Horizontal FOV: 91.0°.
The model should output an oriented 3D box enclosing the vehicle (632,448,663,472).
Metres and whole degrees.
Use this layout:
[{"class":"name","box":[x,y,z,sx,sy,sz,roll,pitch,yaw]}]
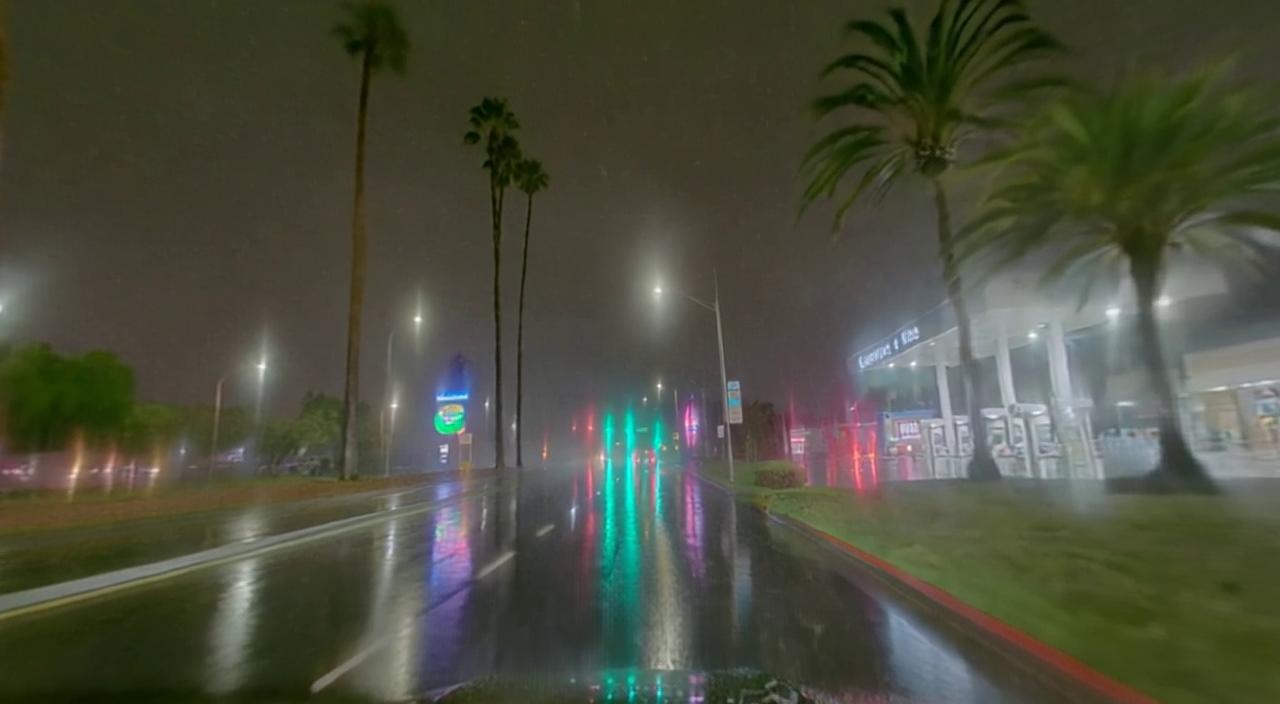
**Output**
[{"class":"vehicle","box":[0.530,7.382,43.088,2.050,1.509,4.148,0,-8,1]}]
